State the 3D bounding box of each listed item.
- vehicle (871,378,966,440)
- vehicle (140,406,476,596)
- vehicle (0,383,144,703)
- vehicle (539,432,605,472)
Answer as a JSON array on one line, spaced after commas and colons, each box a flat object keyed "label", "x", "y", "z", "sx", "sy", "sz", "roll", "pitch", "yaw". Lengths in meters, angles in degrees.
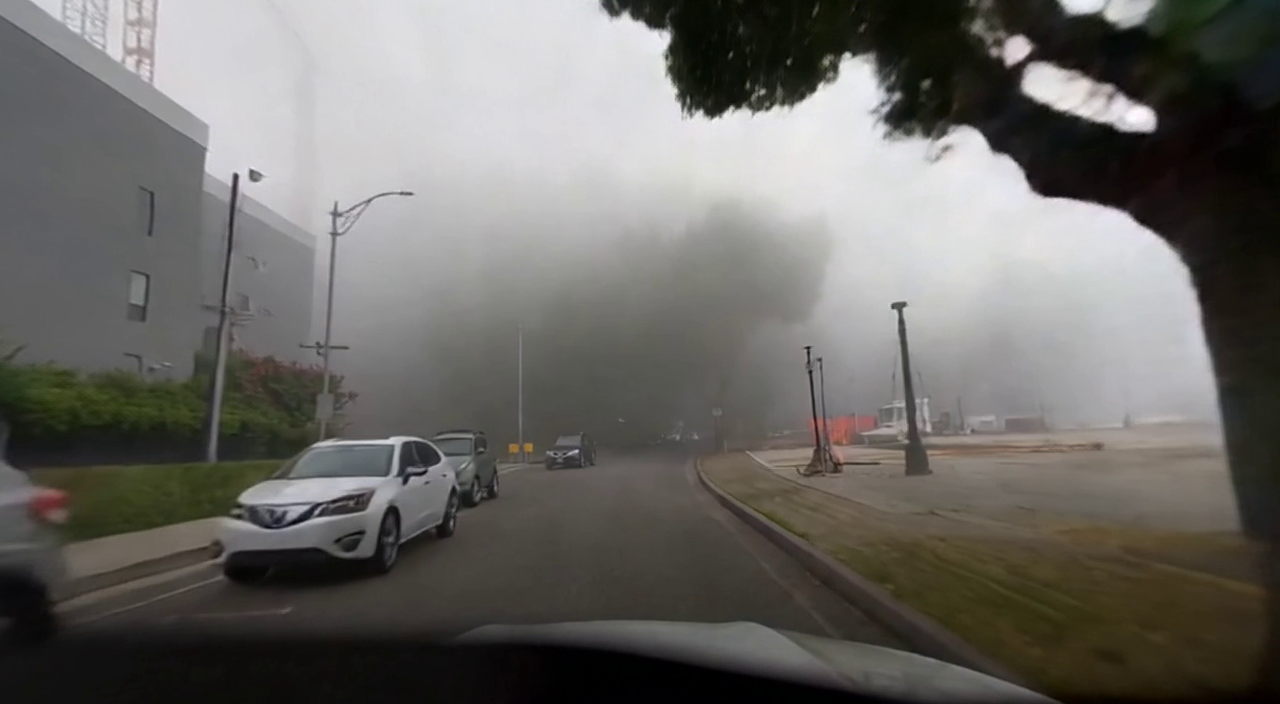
[{"label": "vehicle", "x": 19.305, "y": 4.217, "z": 44.493, "sx": 3.031, "sy": 3.863, "sz": 9.734, "roll": -1, "pitch": -8, "yaw": 5}, {"label": "vehicle", "x": -3.572, "y": 1.631, "z": 7.915, "sx": 2.026, "sy": 1.699, "sz": 4.224, "roll": 0, "pitch": -8, "yaw": -2}, {"label": "vehicle", "x": -3.739, "y": 0.778, "z": 1.338, "sx": 1.980, "sy": 1.635, "sz": 4.153, "roll": 0, "pitch": -8, "yaw": 0}, {"label": "vehicle", "x": -2.979, "y": 4.507, "z": 28.705, "sx": 1.967, "sy": 1.646, "sz": 4.192, "roll": -1, "pitch": -8, "yaw": 9}]
